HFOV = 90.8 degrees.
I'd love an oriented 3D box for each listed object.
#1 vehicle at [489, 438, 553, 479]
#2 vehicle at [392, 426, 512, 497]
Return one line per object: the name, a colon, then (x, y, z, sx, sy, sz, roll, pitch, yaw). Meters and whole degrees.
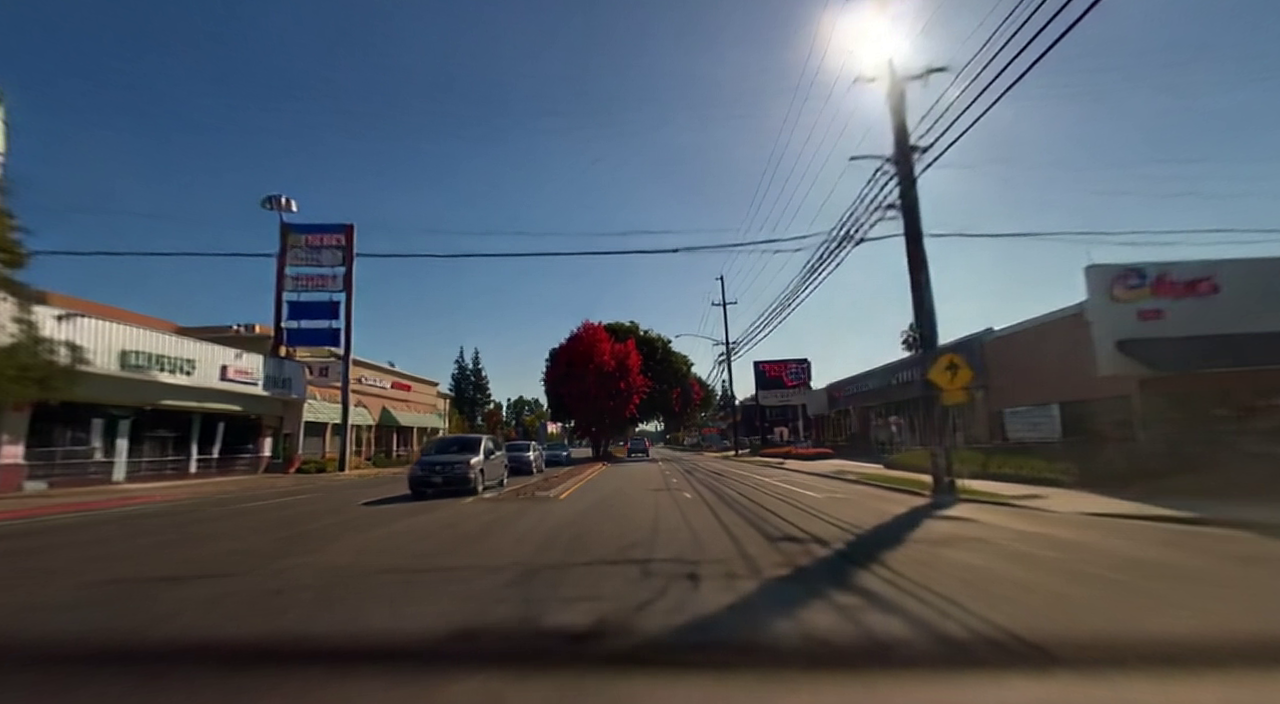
vehicle: (-5.135, 4.614, 27.773, 1.909, 1.524, 4.614, -2, -8, 0)
vehicle: (-5.623, 3.332, 19.677, 2.278, 1.828, 4.970, -2, -8, -1)
